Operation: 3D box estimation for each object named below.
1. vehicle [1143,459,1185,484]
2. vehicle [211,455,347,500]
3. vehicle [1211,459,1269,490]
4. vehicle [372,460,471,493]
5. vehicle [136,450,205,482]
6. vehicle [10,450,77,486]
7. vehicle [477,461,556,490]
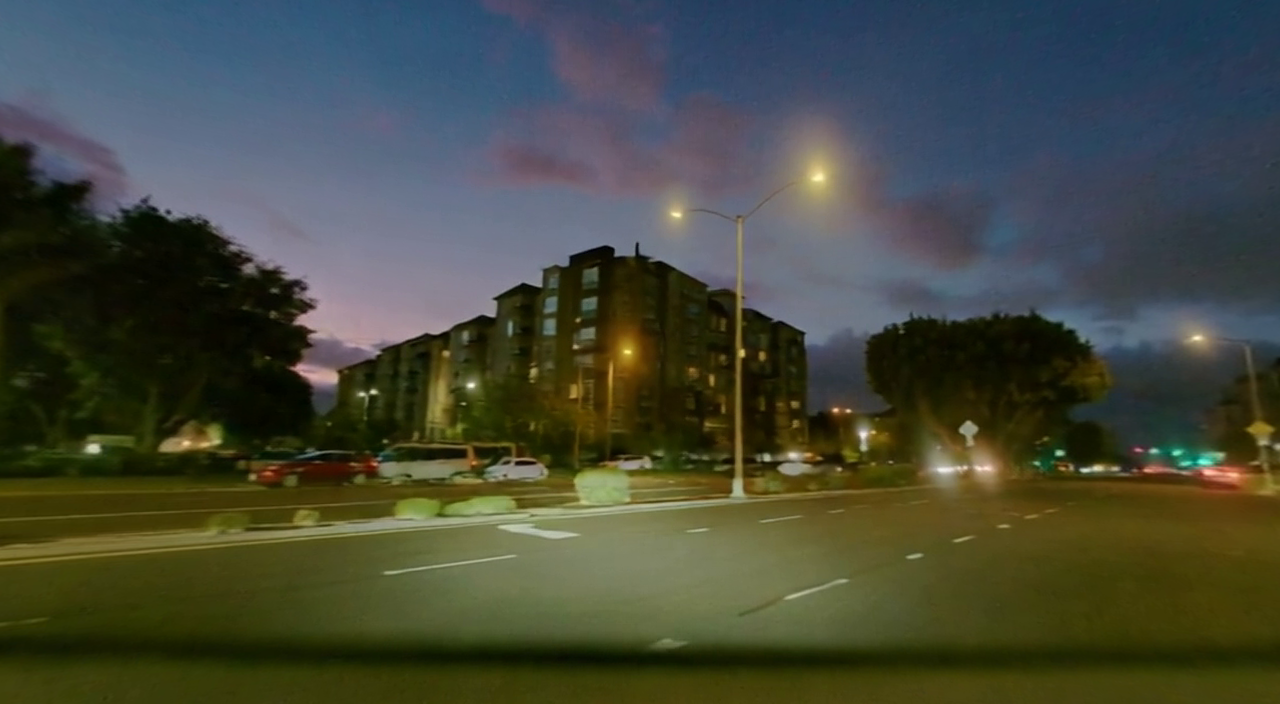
[{"bbox_3d":[40.841,9.260,49.079,2.303,1.741,4.436,-7,-11,39],"label":"vehicle"},{"bbox_3d":[-15.708,5.418,27.645,1.858,1.739,4.706,-7,-12,40],"label":"vehicle"},{"bbox_3d":[40.796,8.281,42.893,2.241,1.877,4.810,-7,-11,38],"label":"vehicle"},{"bbox_3d":[-10.908,6.274,31.781,1.933,1.479,4.718,-6,-12,24],"label":"vehicle"},{"bbox_3d":[-23.719,5.717,31.747,4.020,1.464,1.886,-7,-12,41],"label":"vehicle"},{"bbox_3d":[-27.057,5.186,28.515,3.975,1.485,1.908,-8,-13,44],"label":"vehicle"},{"bbox_3d":[-7.265,7.279,37.408,1.816,1.496,4.384,-7,-11,39],"label":"vehicle"}]
